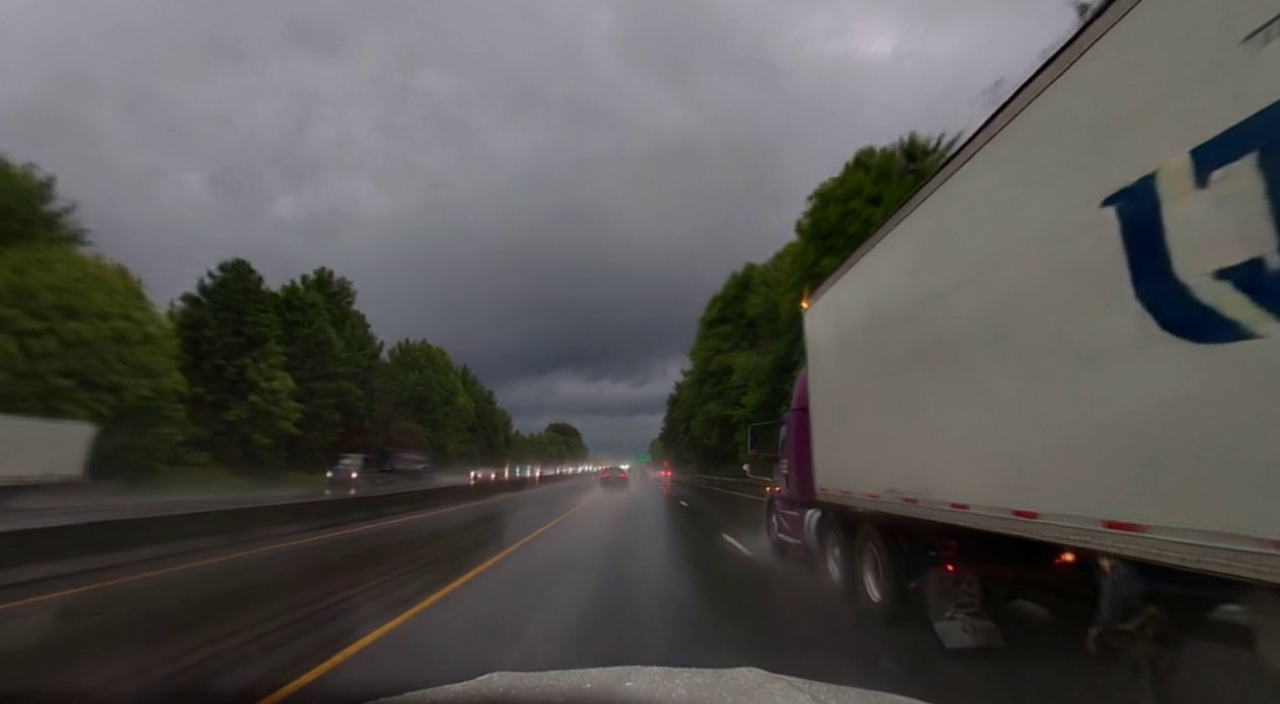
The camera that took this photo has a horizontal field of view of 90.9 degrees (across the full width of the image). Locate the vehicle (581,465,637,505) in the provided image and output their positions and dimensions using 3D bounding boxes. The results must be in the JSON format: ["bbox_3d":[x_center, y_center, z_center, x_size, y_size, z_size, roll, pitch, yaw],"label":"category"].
[{"bbox_3d":[-1.155,5.246,25.099,2.032,1.407,3.641,1,-11,0],"label":"vehicle"}]

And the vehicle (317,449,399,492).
[{"bbox_3d":[-20.987,8.905,47.389,2.805,2.910,7.007,1,-11,0],"label":"vehicle"}]

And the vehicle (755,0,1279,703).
[{"bbox_3d":[3.590,0.269,6.335,3.019,4.226,9.221,1,-11,0],"label":"vehicle"}]
